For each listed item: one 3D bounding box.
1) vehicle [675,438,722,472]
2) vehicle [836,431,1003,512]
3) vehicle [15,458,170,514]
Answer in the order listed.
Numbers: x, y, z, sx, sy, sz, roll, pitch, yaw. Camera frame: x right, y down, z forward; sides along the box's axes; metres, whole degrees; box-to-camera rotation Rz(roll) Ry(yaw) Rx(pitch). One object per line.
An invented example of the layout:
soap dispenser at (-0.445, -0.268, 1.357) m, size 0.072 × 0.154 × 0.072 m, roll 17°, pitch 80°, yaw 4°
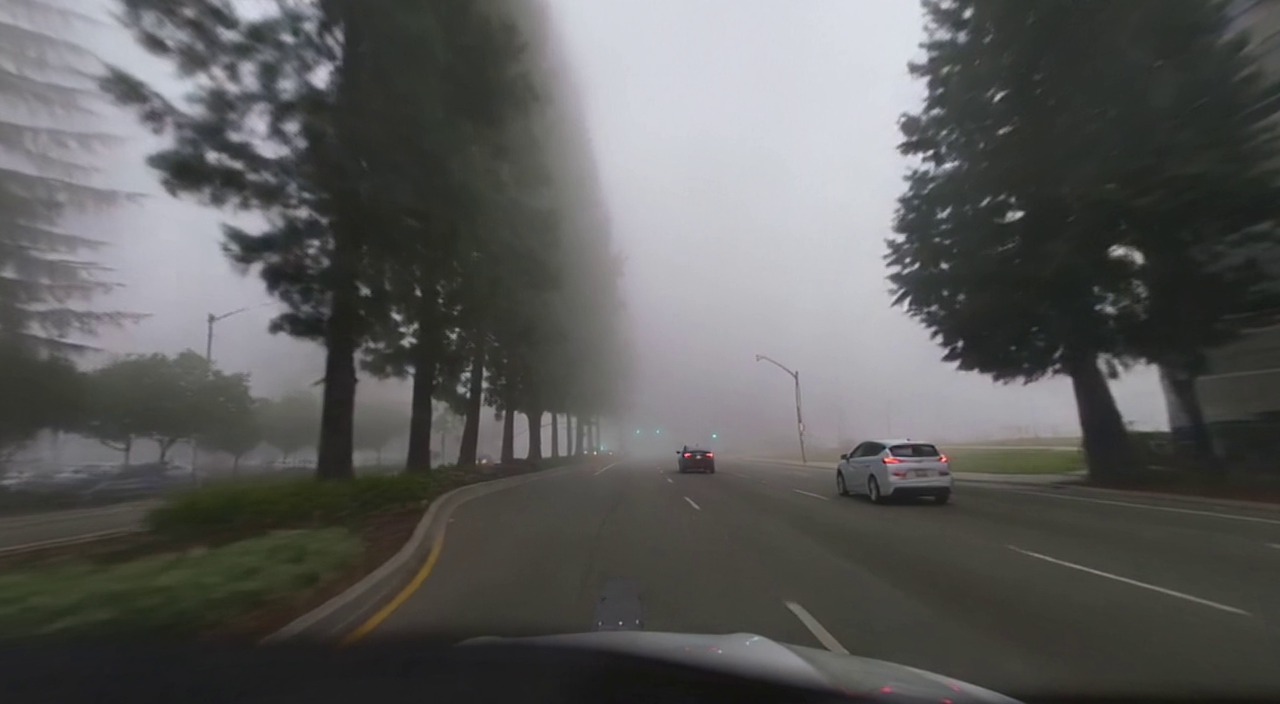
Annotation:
vehicle at (3.207, 5.754, 35.463) m, size 2.095 × 1.759 × 4.862 m, roll 0°, pitch -9°, yaw -1°
vehicle at (6.371, 2.758, 15.054) m, size 2.000 × 1.618 × 4.238 m, roll 0°, pitch -9°, yaw 0°
vehicle at (-21.676, 5.270, 25.329) m, size 2.050 × 1.890 × 4.582 m, roll 0°, pitch -9°, yaw 0°
